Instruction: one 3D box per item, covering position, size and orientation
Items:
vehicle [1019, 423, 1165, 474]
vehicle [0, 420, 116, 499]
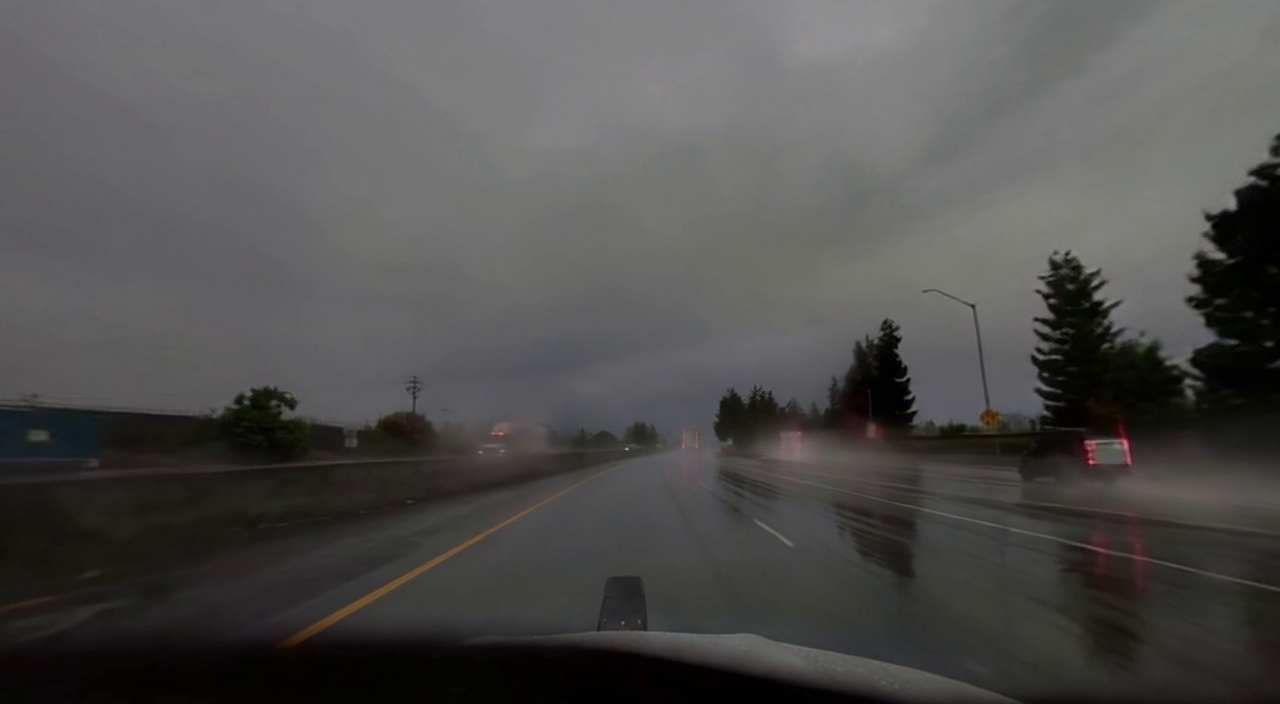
[{"bbox_3d":[17.559,3.801,24.830,2.061,1.776,4.476,1,-9,-7],"label":"vehicle"},{"bbox_3d":[-28.504,4.919,28.977,2.902,3.325,6.480,-1,-9,2],"label":"vehicle"}]
